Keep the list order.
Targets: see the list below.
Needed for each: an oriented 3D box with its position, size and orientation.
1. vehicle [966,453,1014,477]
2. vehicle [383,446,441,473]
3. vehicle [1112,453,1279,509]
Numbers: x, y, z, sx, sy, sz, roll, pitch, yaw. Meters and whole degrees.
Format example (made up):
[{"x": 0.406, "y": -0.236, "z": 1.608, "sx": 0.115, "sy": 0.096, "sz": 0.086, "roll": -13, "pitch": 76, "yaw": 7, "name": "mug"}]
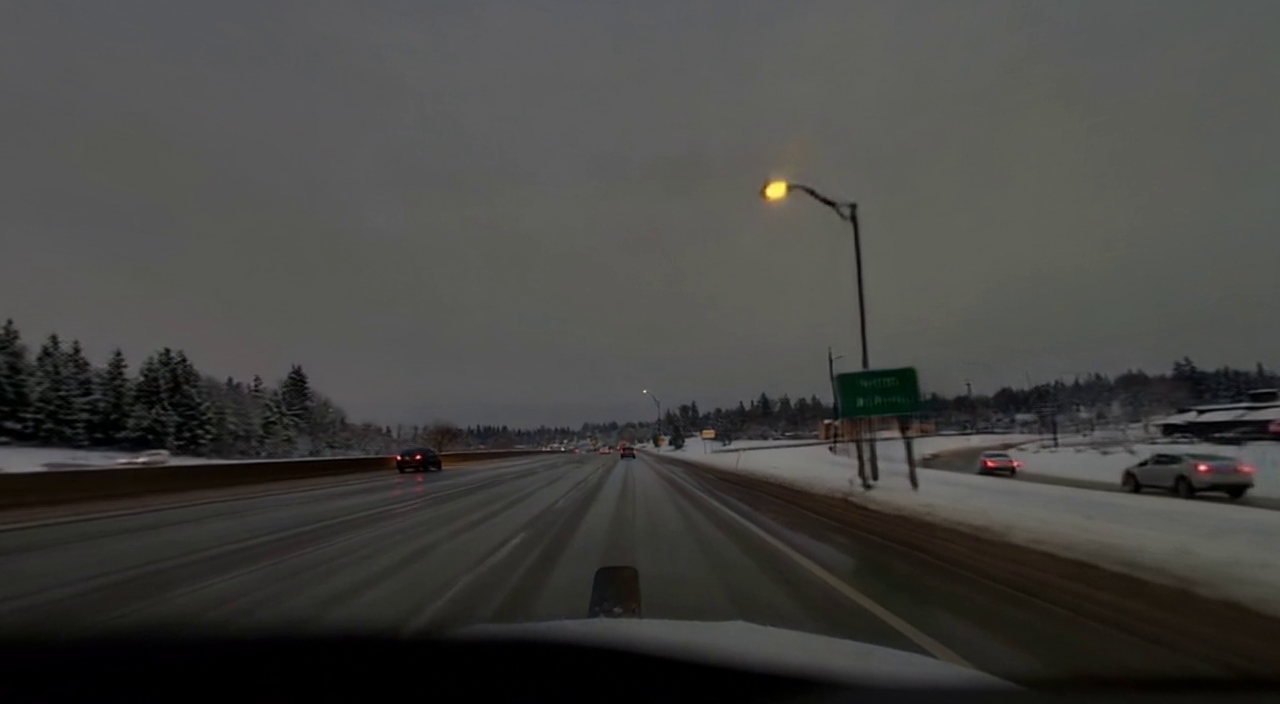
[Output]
[{"x": 26.938, "y": 8.684, "z": 48.801, "sx": 2.356, "sy": 1.643, "sz": 4.254, "roll": -2, "pitch": -9, "yaw": 17, "name": "vehicle"}, {"x": -14.442, "y": 6.828, "z": 40.312, "sx": 2.057, "sy": 1.619, "sz": 4.443, "roll": 0, "pitch": -9, "yaw": 0, "name": "vehicle"}, {"x": 20.620, "y": 4.802, "z": 23.827, "sx": 2.172, "sy": 1.778, "sz": 5.085, "roll": 1, "pitch": -10, "yaw": 8, "name": "vehicle"}]
